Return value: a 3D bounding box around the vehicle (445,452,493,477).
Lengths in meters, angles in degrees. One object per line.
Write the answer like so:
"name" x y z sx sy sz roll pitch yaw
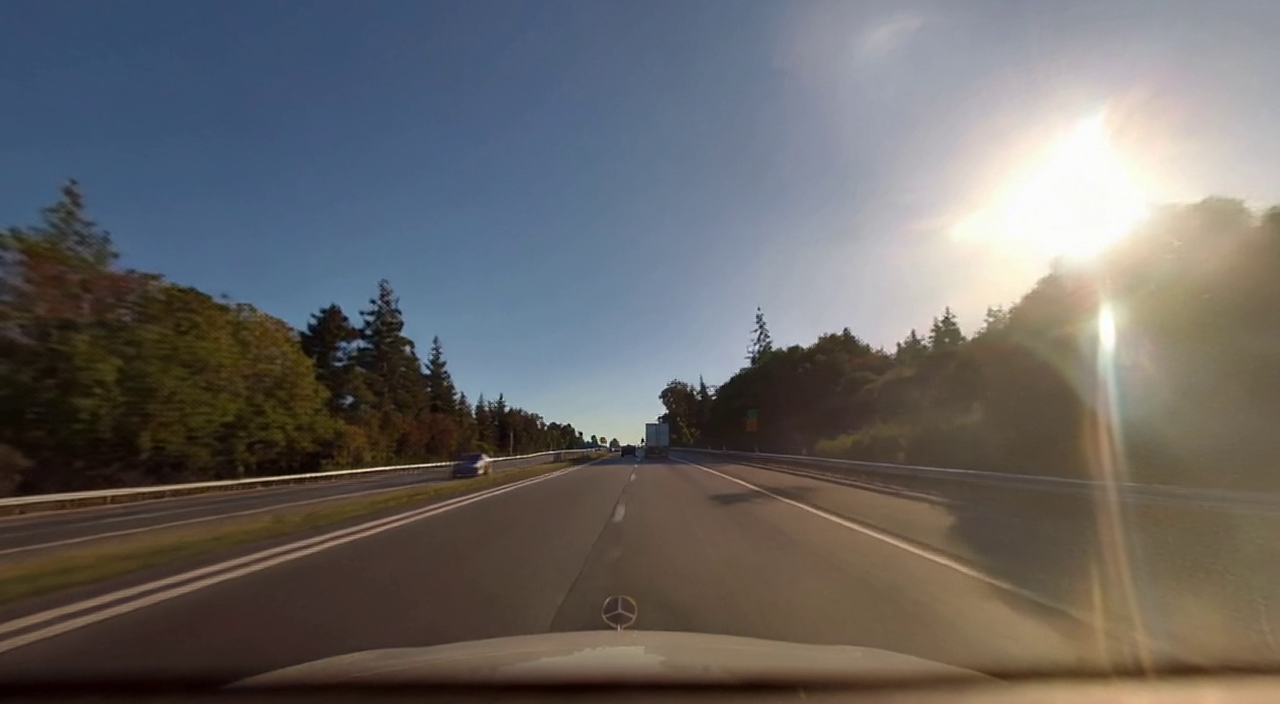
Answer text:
"vehicle" -11.494 7.567 42.376 1.955 1.524 4.390 0 -9 1
